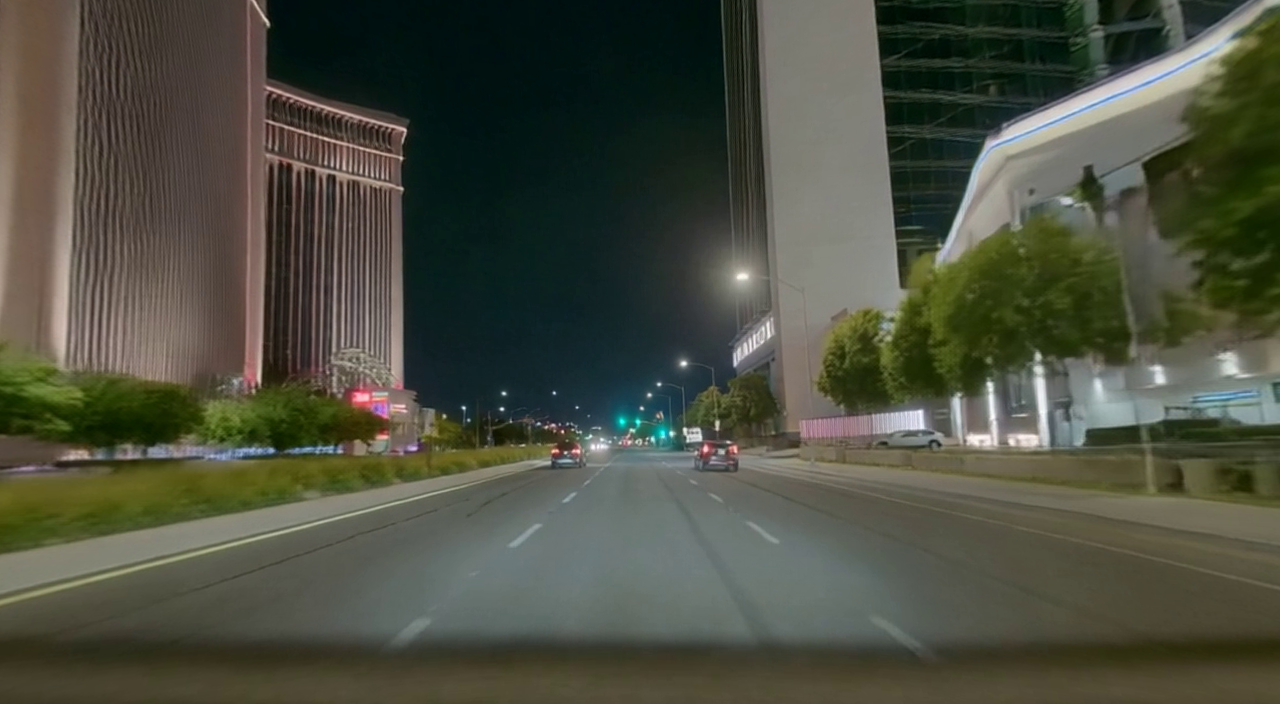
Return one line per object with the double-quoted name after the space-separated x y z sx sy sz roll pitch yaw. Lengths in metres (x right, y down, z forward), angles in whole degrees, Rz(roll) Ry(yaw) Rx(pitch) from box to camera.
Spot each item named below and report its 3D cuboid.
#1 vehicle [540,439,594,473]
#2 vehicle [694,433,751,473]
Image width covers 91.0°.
-3.324 4.815 29.485 2.005 1.477 4.169 0 -8 0 "vehicle"
3.916 4.857 30.566 2.083 1.743 4.354 0 -8 -1 "vehicle"
